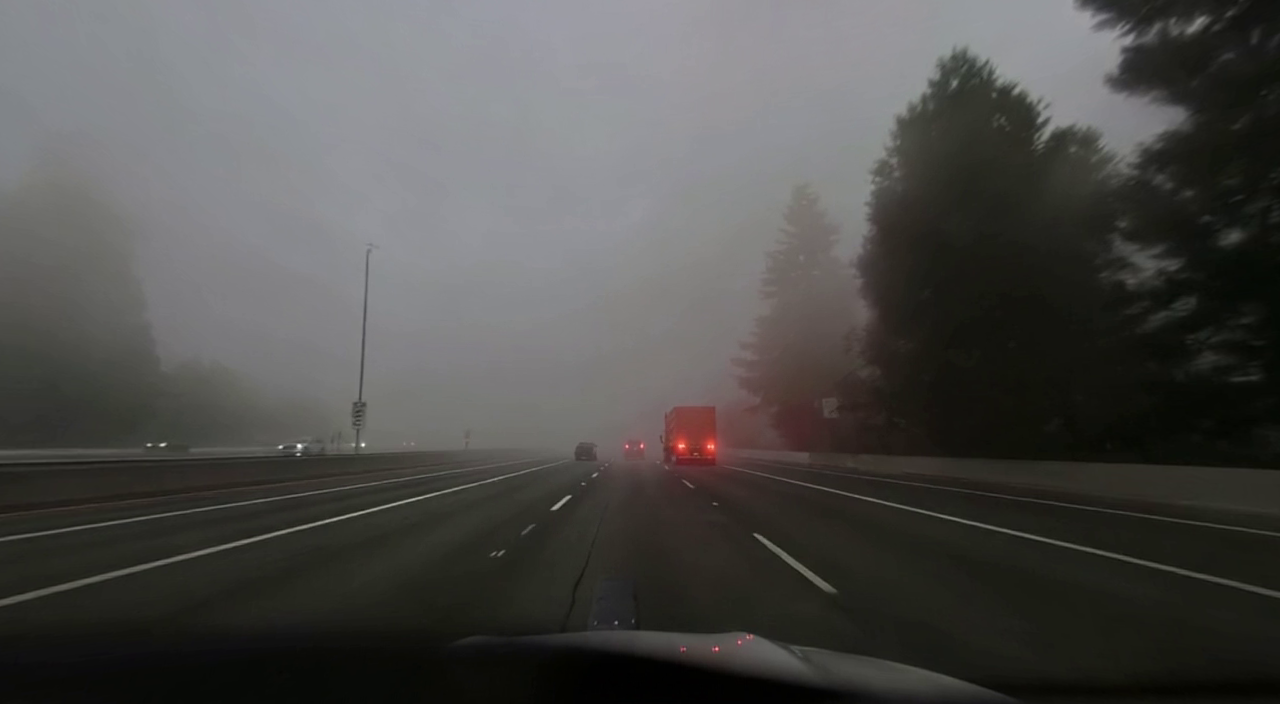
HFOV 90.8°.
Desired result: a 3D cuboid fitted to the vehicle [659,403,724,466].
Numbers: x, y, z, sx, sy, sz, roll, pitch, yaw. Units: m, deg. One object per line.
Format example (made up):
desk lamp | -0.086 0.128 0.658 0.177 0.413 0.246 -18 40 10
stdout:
vehicle | 3.087 5.515 41.407 2.966 3.586 10.563 0 -9 -2
